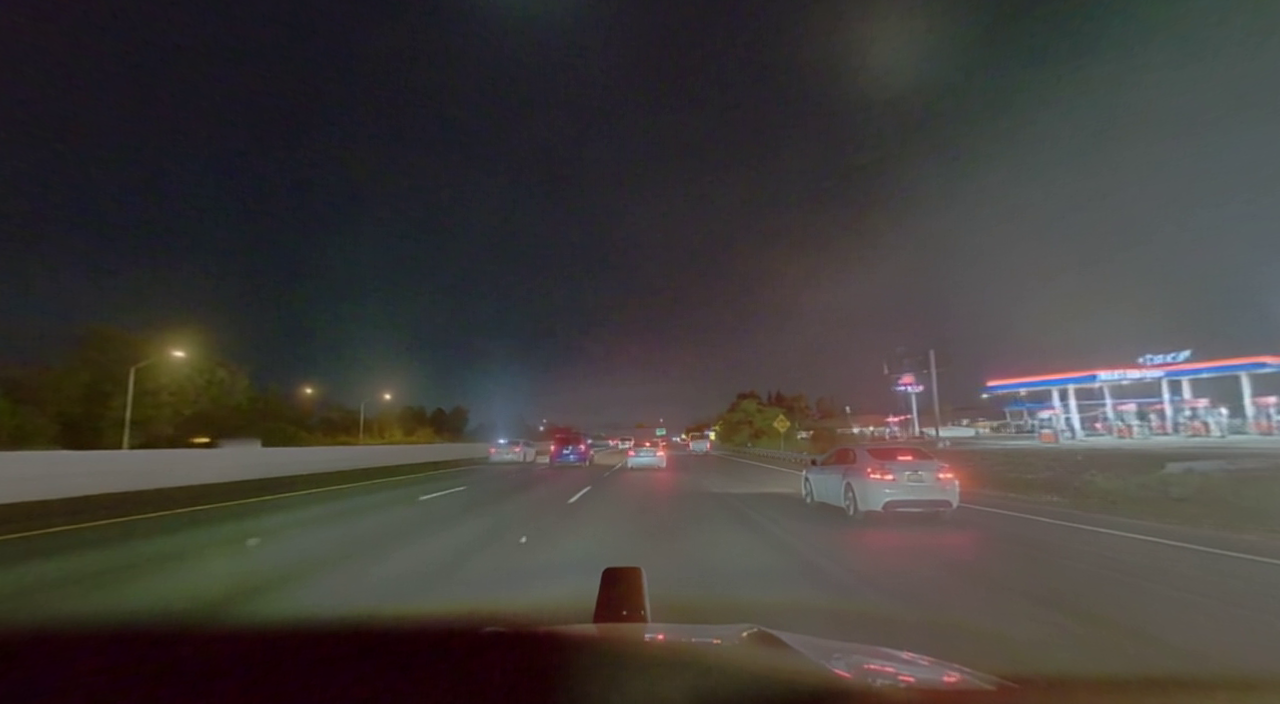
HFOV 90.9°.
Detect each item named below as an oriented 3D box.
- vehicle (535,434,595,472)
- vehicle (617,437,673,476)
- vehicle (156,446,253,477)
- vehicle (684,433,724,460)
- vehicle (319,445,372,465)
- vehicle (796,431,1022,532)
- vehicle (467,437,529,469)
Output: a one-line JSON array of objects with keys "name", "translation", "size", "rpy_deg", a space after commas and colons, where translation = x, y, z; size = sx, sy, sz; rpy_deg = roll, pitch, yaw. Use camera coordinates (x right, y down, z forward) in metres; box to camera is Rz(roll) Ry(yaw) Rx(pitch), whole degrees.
[{"name": "vehicle", "translation": [-3.309, 4.580, 28.813], "size": [1.927, 1.586, 5.142], "rpy_deg": [0, -8, 2]}, {"name": "vehicle", "translation": [0.196, 4.266, 26.006], "size": [2.113, 1.464, 4.073], "rpy_deg": [0, -8, 1]}, {"name": "vehicle", "translation": [-21.723, 5.437, 31.666], "size": [1.865, 1.443, 4.156], "rpy_deg": [0, -8, 0]}, {"name": "vehicle", "translation": [4.459, 6.623, 44.442], "size": [2.261, 1.781, 4.709], "rpy_deg": [0, -8, 0]}, {"name": "vehicle", "translation": [-21.417, 7.477, 45.978], "size": [1.830, 1.432, 4.076], "rpy_deg": [0, -8, 1]}, {"name": "vehicle", "translation": [4.450, 2.197, 11.373], "size": [2.030, 1.442, 4.358], "rpy_deg": [0, -8, -2]}, {"name": "vehicle", "translation": [-7.029, 5.051, 31.690], "size": [1.932, 1.497, 4.458], "rpy_deg": [0, -8, 1]}]
